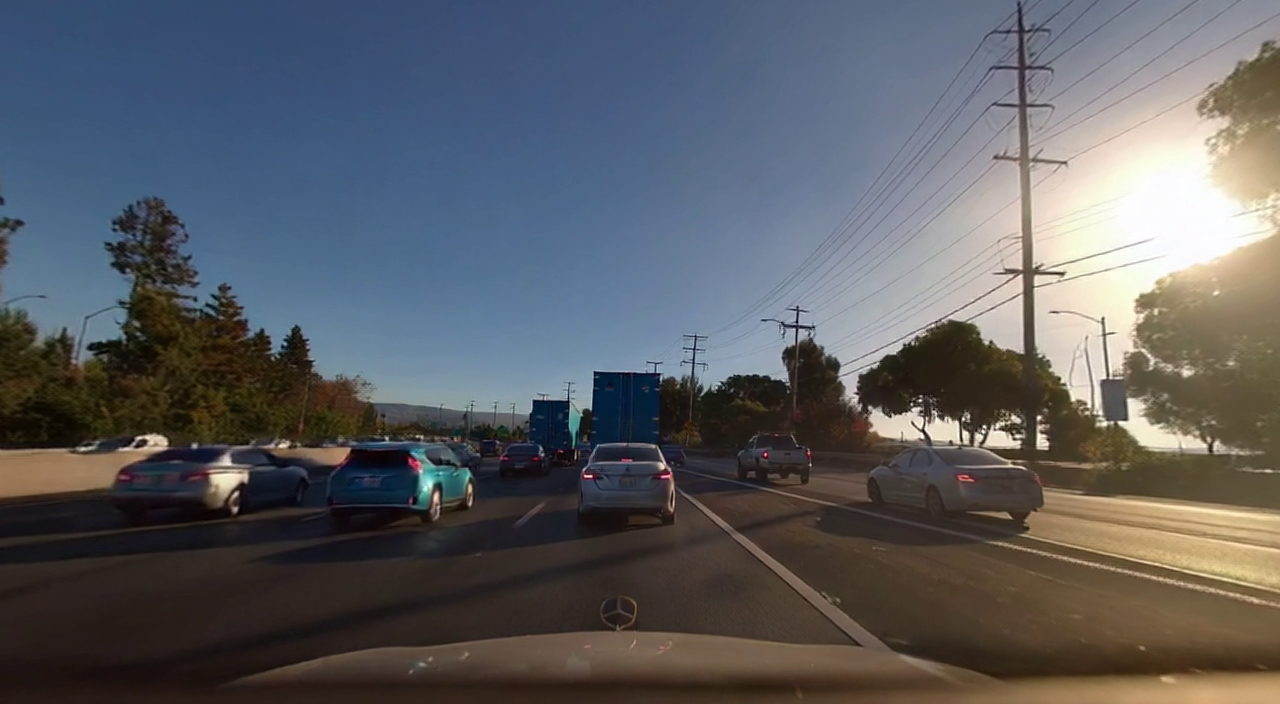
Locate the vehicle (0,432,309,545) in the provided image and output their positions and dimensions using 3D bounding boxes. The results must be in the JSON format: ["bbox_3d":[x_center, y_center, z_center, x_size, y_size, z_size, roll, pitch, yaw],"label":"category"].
[{"bbox_3d":[-7.927,2.185,10.867,1.988,1.472,4.852,0,-9,-2],"label":"vehicle"}]

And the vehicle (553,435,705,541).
[{"bbox_3d":[-0.270,2.204,10.871,2.112,1.463,4.012,0,-9,-4],"label":"vehicle"}]

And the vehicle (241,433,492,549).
[{"bbox_3d":[-4.066,2.155,10.628,1.960,1.450,5.246,0,-9,-1],"label":"vehicle"}]

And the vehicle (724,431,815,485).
[{"bbox_3d":[4.403,3.686,22.175,2.023,1.676,4.002,1,-9,-6],"label":"vehicle"}]

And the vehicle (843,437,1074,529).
[{"bbox_3d":[5.660,2.358,11.967,1.878,1.406,4.164,1,-9,-6],"label":"vehicle"}]

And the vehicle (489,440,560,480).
[{"bbox_3d":[-4.511,4.313,25.496,2.090,1.463,4.968,0,-9,-2],"label":"vehicle"}]
